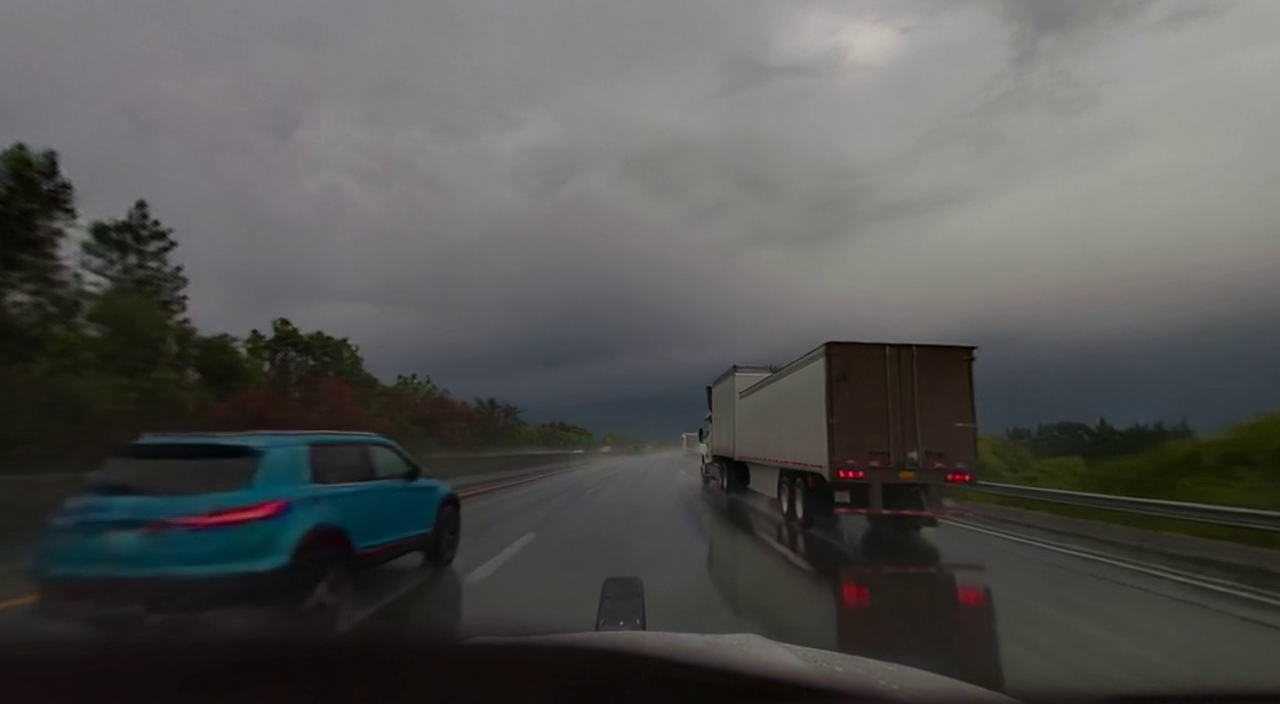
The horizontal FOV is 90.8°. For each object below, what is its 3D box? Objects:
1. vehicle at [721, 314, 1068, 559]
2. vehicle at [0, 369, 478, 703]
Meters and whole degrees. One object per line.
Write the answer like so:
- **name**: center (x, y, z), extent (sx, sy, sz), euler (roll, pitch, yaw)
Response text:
- **vehicle**: center (4.417, 2.247, 15.854), extent (2.868, 3.427, 14.032), euler (0, -9, 0)
- **vehicle**: center (-3.140, 1.270, 5.387), extent (2.297, 1.683, 4.385), euler (0, -9, 1)
